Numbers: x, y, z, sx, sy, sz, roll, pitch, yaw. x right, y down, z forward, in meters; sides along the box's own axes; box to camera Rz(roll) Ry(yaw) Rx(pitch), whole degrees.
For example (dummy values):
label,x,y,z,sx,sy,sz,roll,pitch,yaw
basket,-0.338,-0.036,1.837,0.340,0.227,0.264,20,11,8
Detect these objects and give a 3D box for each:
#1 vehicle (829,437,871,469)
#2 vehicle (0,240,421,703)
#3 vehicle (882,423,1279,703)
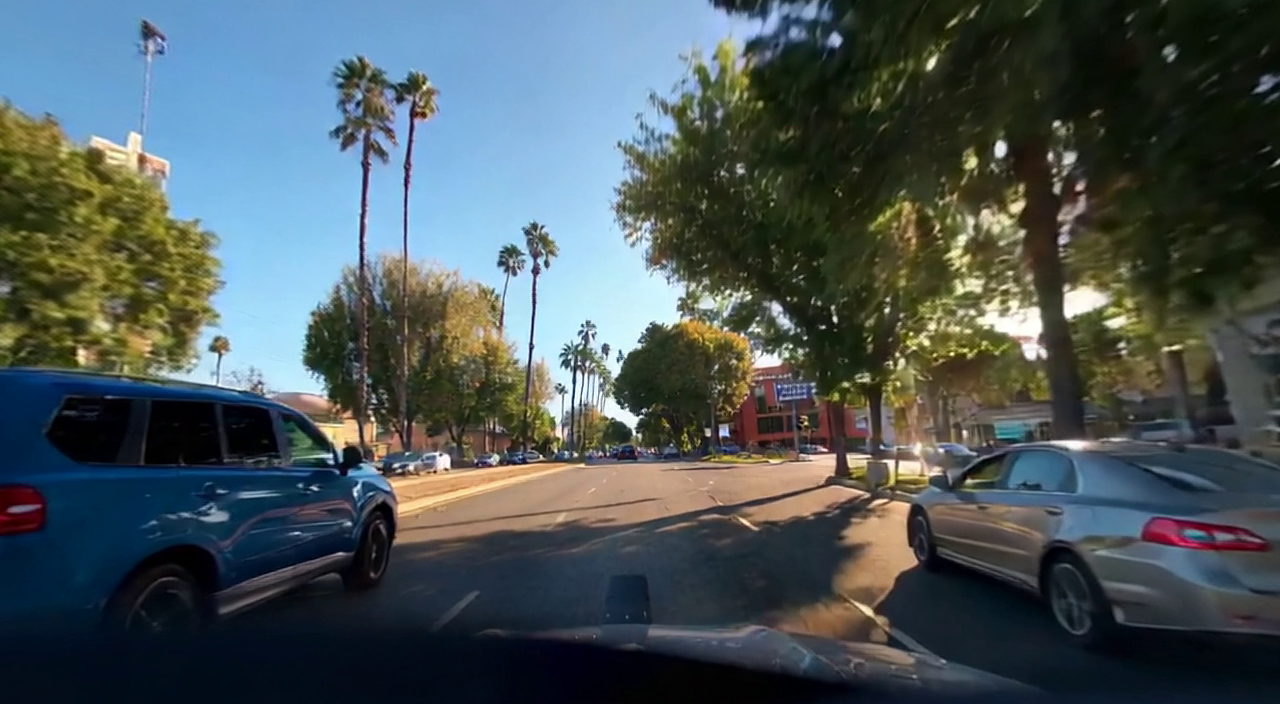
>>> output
label,x,y,z,sx,sy,sz,roll,pitch,yaw
vehicle,13.033,6.198,38.861,2.180,1.808,4.462,-3,-9,20
vehicle,-3.314,0.900,4.051,2.152,1.987,4.527,0,-9,0
vehicle,3.789,1.405,5.172,1.978,1.455,4.582,-1,-9,3
